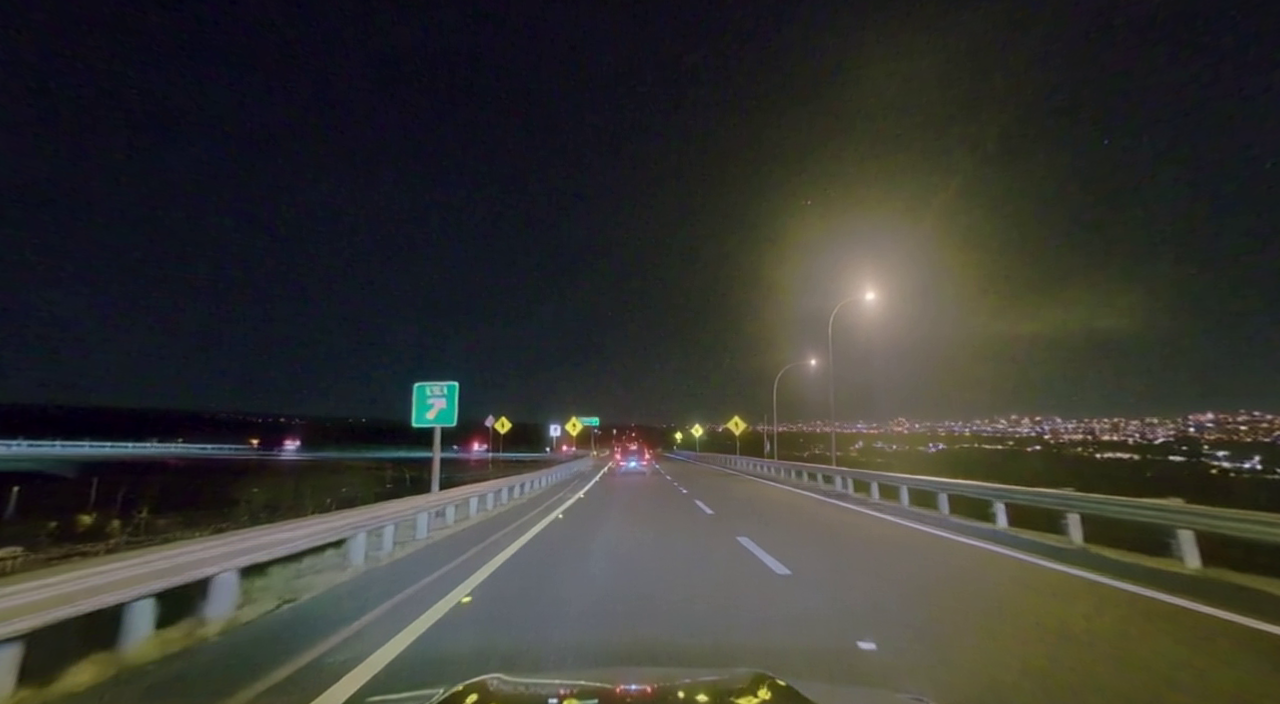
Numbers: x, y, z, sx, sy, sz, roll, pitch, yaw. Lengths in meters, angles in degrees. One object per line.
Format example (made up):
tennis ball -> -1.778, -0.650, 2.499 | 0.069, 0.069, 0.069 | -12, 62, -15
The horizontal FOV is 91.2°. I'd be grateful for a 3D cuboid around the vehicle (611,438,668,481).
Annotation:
vehicle -> -0.032, 4.119, 24.211 | 2.006, 1.486, 3.950 | 0, -9, -1
